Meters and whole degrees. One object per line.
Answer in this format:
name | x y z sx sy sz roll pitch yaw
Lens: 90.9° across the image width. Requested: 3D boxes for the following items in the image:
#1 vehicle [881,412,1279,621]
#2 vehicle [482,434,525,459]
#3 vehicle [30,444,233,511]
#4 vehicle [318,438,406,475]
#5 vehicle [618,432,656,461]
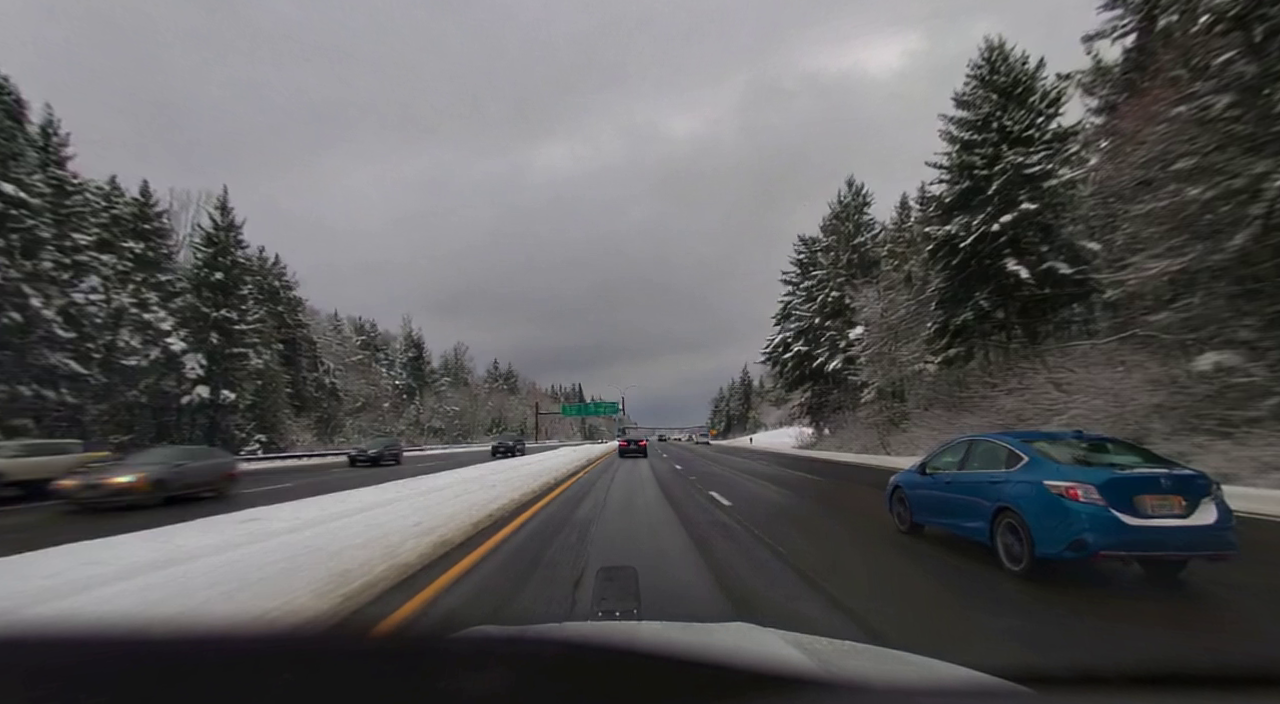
vehicle | 4.523 1.478 6.776 1.981 1.467 4.459 0 -8 -2
vehicle | -9.823 6.848 45.598 2.128 1.691 4.589 0 -8 -1
vehicle | -12.732 3.104 16.177 1.789 1.449 4.061 0 -8 0
vehicle | -13.054 4.893 29.911 1.945 1.594 4.677 0 -8 1
vehicle | -0.154 5.317 35.464 2.046 1.526 3.903 0 -8 0
